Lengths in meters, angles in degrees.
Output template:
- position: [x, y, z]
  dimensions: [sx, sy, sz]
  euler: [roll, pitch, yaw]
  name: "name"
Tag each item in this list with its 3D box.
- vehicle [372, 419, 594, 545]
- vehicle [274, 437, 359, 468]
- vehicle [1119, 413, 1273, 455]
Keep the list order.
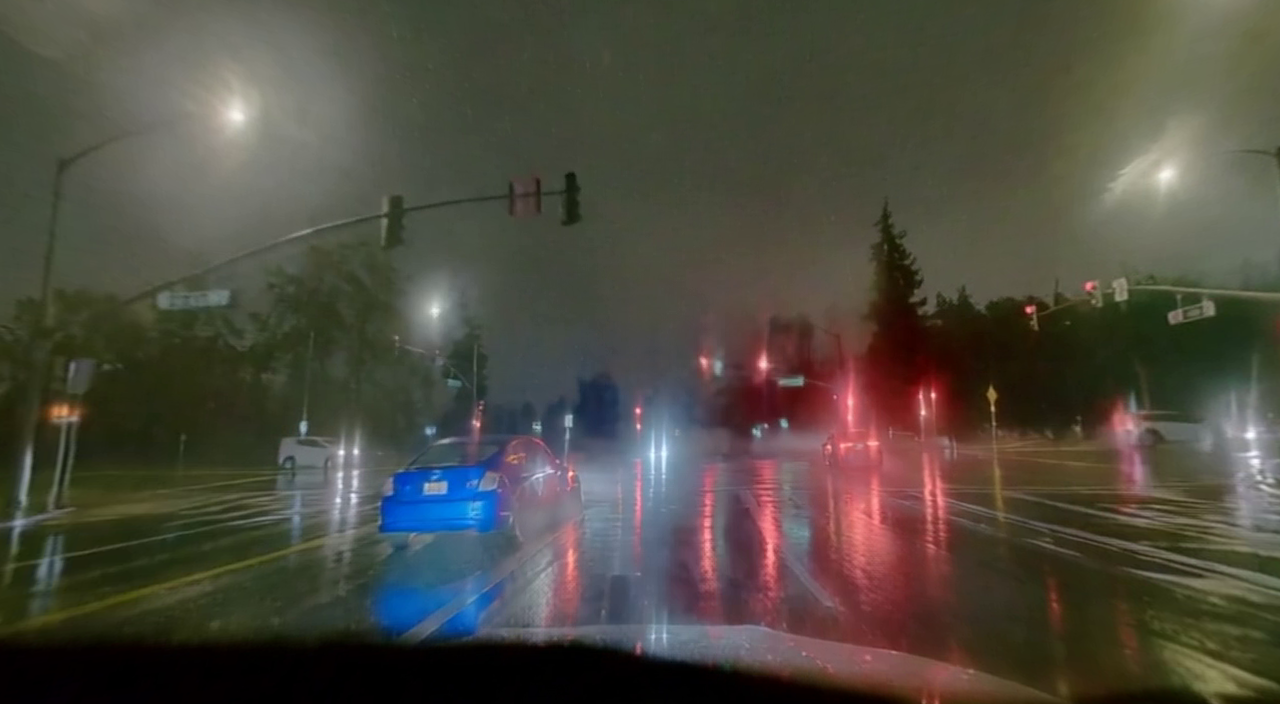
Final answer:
- position: [-2.189, 1.962, 10.162]
  dimensions: [2.055, 1.573, 4.065]
  euler: [-1, -8, 8]
  name: "vehicle"
- position: [-18.378, 5.680, 35.872]
  dimensions: [3.952, 1.568, 1.788]
  euler: [-3, -7, 8]
  name: "vehicle"
- position: [23.277, 3.496, 26.563]
  dimensions: [4.406, 1.661, 1.857]
  euler: [-1, -8, 8]
  name: "vehicle"
